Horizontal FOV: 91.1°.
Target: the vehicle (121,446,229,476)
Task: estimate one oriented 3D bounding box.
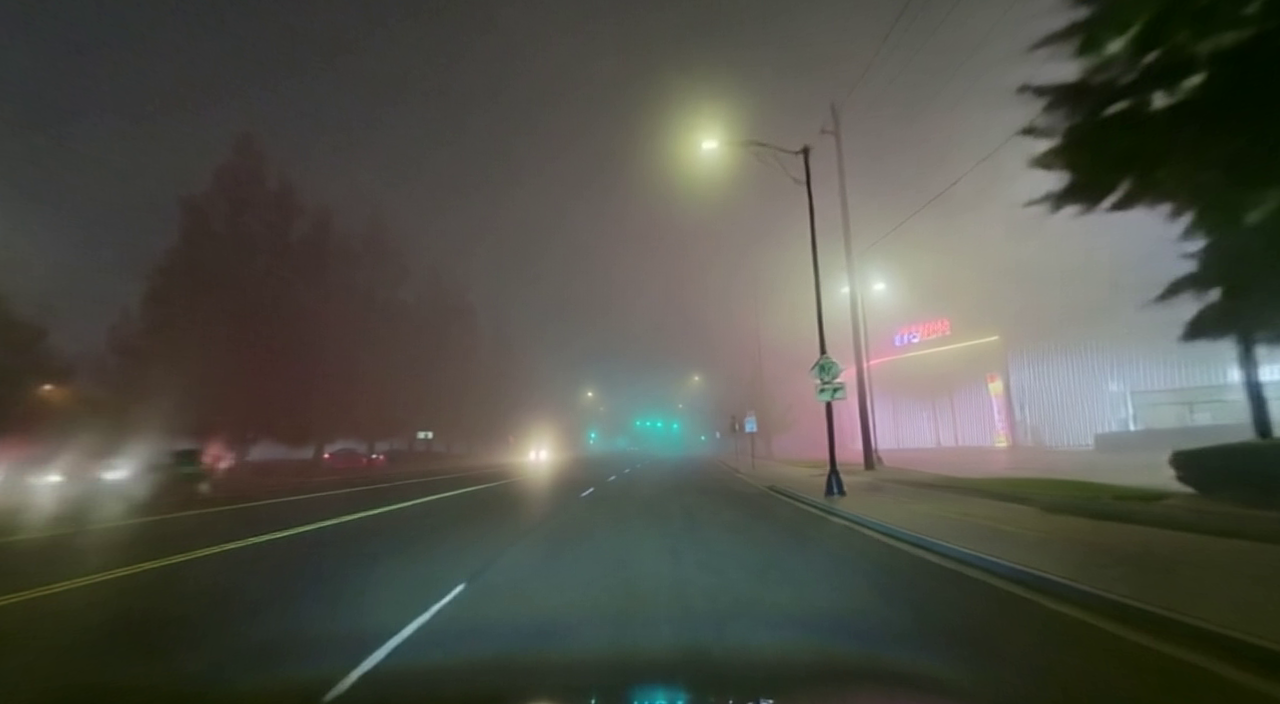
[{"bbox_3d":[-27.153,6.357,36.785,4.816,1.655,1.928,-1,-9,3],"label":"vehicle"}]
